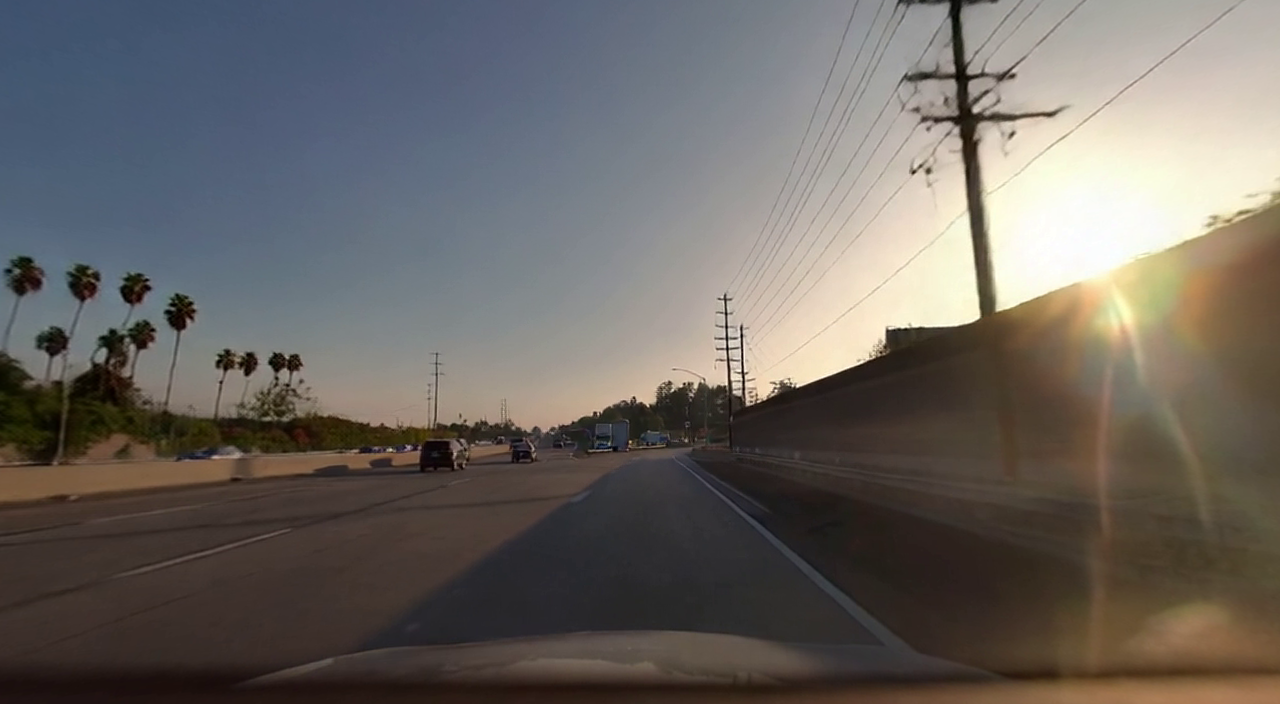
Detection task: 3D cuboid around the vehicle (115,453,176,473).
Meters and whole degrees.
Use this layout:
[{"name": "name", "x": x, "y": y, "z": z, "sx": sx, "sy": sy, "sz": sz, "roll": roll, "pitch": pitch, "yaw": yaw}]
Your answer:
[{"name": "vehicle", "x": -38.637, "y": 8.687, "z": 49.392, "sx": 1.688, "sy": 1.415, "sz": 3.958, "roll": 0, "pitch": -8, "yaw": -3}]

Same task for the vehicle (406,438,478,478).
[{"name": "vehicle", "x": -8.578, "y": 4.591, "z": 27.658, "sx": 2.029, "sy": 1.609, "sz": 3.935, "roll": 0, "pitch": -8, "yaw": -3}]
